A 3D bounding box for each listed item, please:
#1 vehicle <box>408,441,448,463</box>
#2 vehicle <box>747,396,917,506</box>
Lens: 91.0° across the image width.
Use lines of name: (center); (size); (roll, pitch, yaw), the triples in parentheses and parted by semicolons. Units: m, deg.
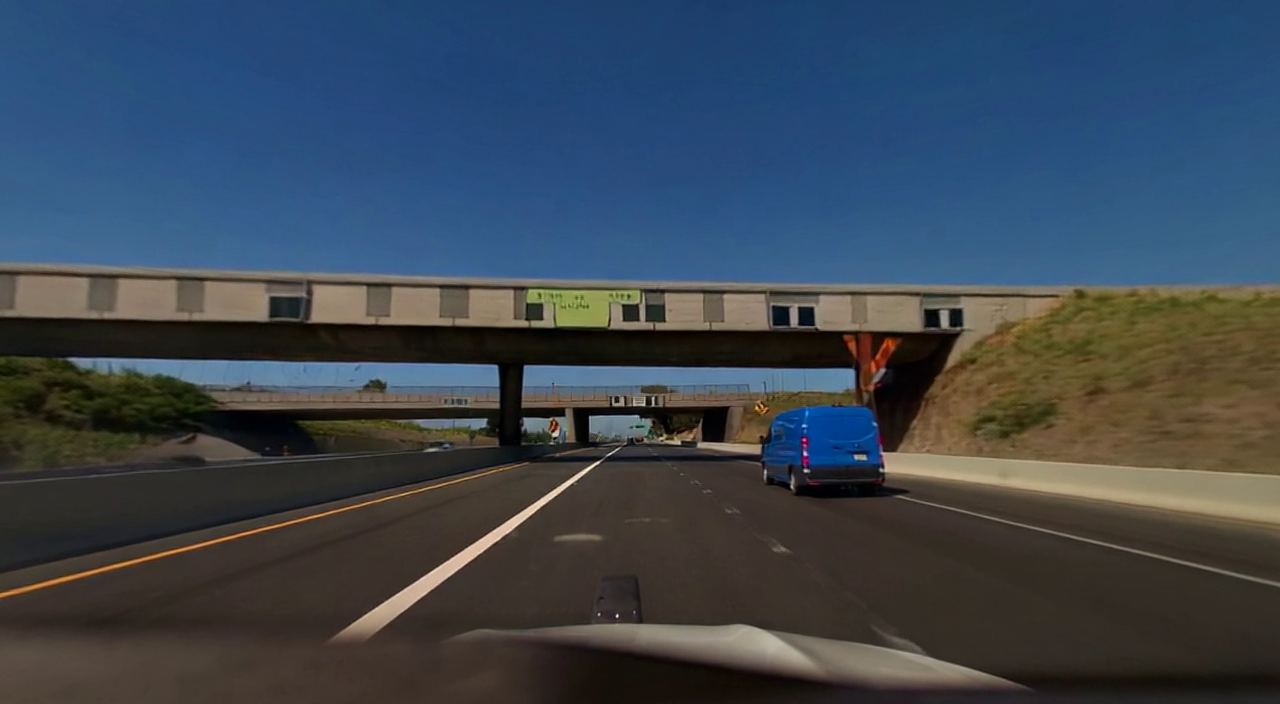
vehicle: (-15.588, 7.371, 46.450); (1.798, 1.531, 3.578); (0, -8, -1)
vehicle: (3.939, 2.138, 13.955); (2.161, 2.002, 4.631); (0, -8, -2)
